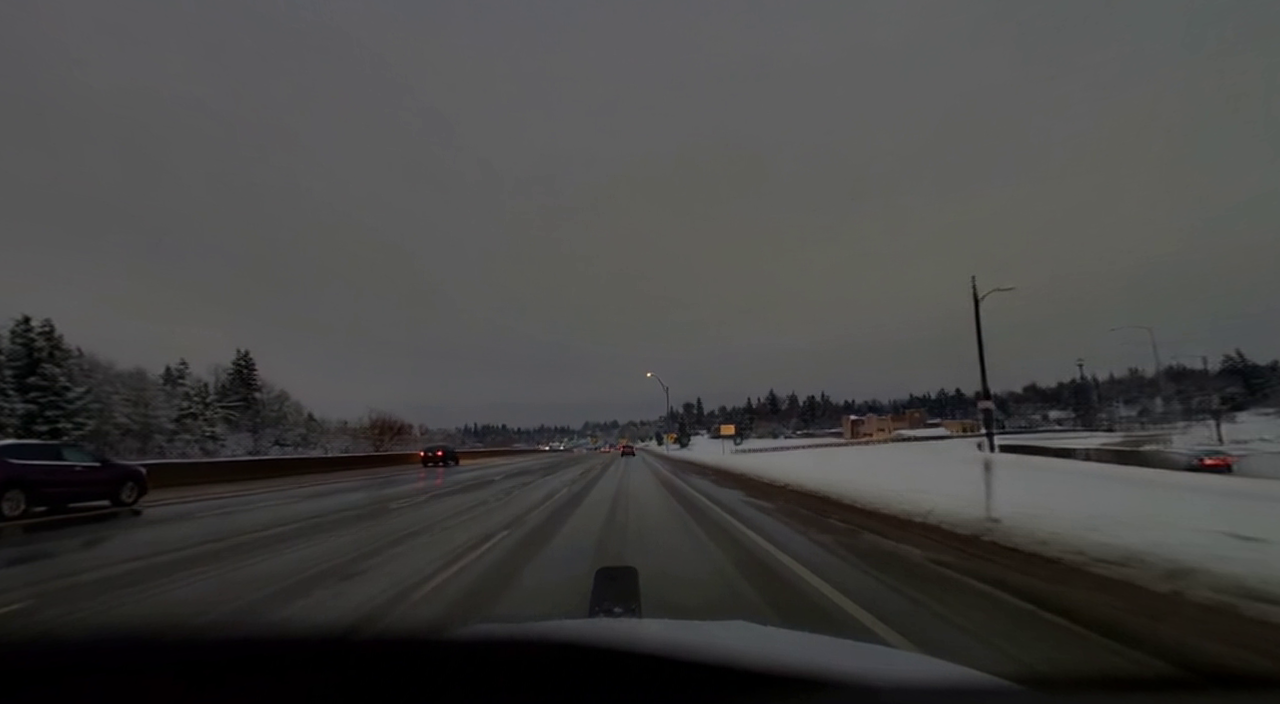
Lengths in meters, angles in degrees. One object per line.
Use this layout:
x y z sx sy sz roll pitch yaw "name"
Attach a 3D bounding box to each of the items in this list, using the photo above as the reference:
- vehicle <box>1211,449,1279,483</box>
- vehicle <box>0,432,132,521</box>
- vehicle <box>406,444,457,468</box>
32.654 5.999 33.410 2.356 1.643 4.254 -4 -9 24 "vehicle"
-14.129 2.650 13.644 2.049 1.792 5.177 0 -8 -1 "vehicle"
-14.722 7.341 44.811 2.057 1.619 4.443 0 -8 0 "vehicle"
